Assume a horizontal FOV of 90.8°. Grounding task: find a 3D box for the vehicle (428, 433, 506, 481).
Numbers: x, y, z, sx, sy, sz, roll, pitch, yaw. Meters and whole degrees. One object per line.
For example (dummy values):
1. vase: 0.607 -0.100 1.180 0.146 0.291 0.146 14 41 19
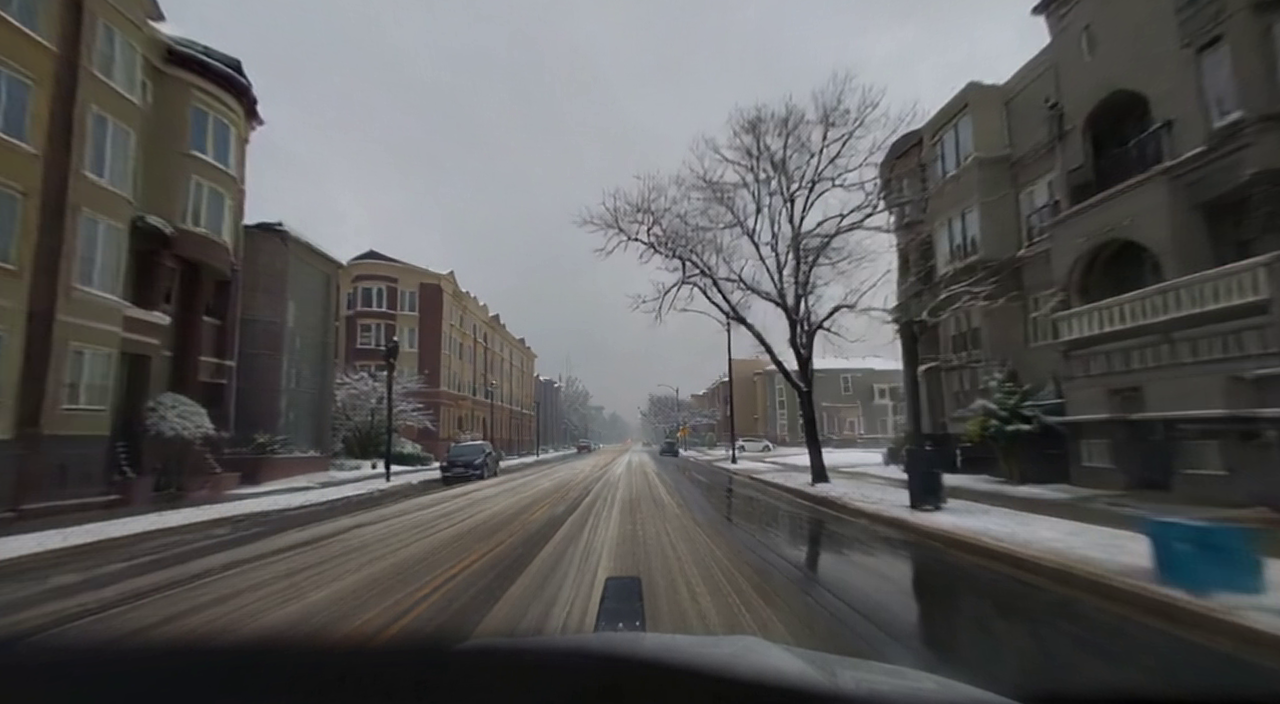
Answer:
1. vehicle: -6.807 4.161 25.327 1.946 1.640 4.430 -2 -8 -1
